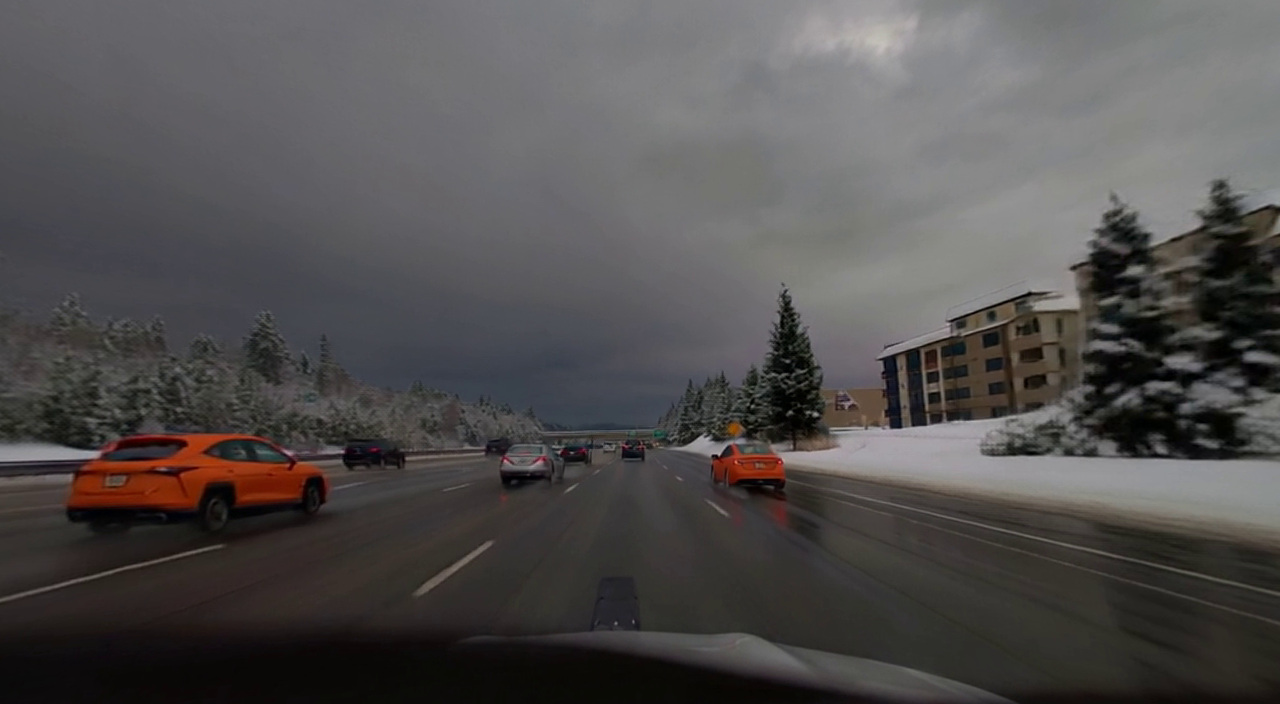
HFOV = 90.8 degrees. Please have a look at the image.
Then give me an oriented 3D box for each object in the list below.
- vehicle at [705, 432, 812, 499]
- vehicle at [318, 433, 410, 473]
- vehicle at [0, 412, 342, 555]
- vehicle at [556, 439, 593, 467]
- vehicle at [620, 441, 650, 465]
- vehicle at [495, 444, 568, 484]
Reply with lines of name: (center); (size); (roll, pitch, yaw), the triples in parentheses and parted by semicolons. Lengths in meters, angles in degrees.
vehicle: (3.189, 3.149, 17.976); (2.061, 1.658, 4.417); (0, -8, -2)
vehicle: (-15.361, 5.668, 35.673); (2.396, 1.999, 6.333); (0, -8, 0)
vehicle: (-7.239, 2.029, 10.519); (2.086, 1.776, 5.080); (0, -8, 0)
vehicle: (-4.421, 6.914, 43.347); (2.044, 1.774, 4.329); (0, -8, 0)
vehicle: (-0.385, 7.325, 45.891); (2.053, 1.650, 3.945); (0, -8, -1)
vehicle: (-4.177, 4.370, 25.042); (2.124, 1.426, 4.444); (0, -8, -1)
